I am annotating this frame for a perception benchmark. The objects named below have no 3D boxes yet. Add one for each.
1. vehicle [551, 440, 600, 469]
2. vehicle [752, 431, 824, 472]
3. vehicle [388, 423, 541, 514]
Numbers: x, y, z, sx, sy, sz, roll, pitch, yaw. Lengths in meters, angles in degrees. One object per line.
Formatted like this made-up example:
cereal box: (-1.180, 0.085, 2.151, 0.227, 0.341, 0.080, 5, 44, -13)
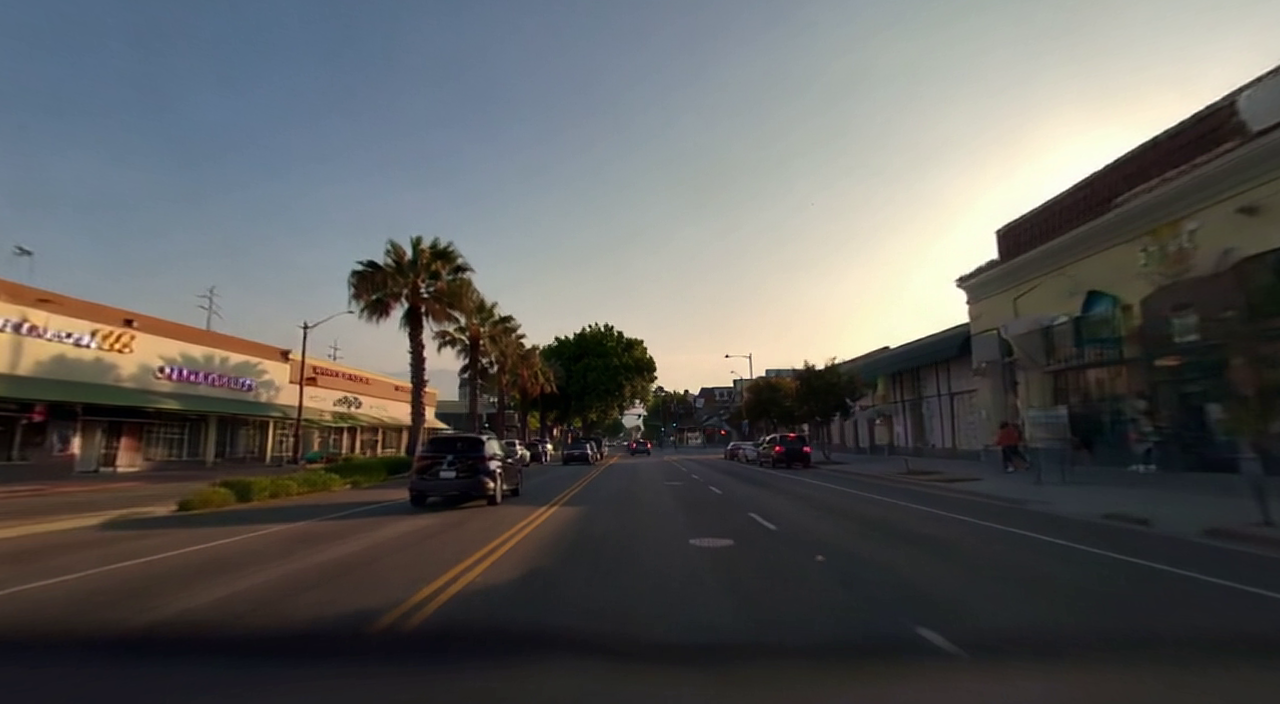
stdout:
vehicle: (-3.399, 5.526, 34.061, 2.044, 1.462, 4.624, 0, -9, 1)
vehicle: (7.505, 5.126, 32.634, 2.256, 1.936, 5.838, 0, -9, 0)
vehicle: (-3.524, 2.431, 13.567, 2.024, 1.636, 4.121, 0, -9, 1)
